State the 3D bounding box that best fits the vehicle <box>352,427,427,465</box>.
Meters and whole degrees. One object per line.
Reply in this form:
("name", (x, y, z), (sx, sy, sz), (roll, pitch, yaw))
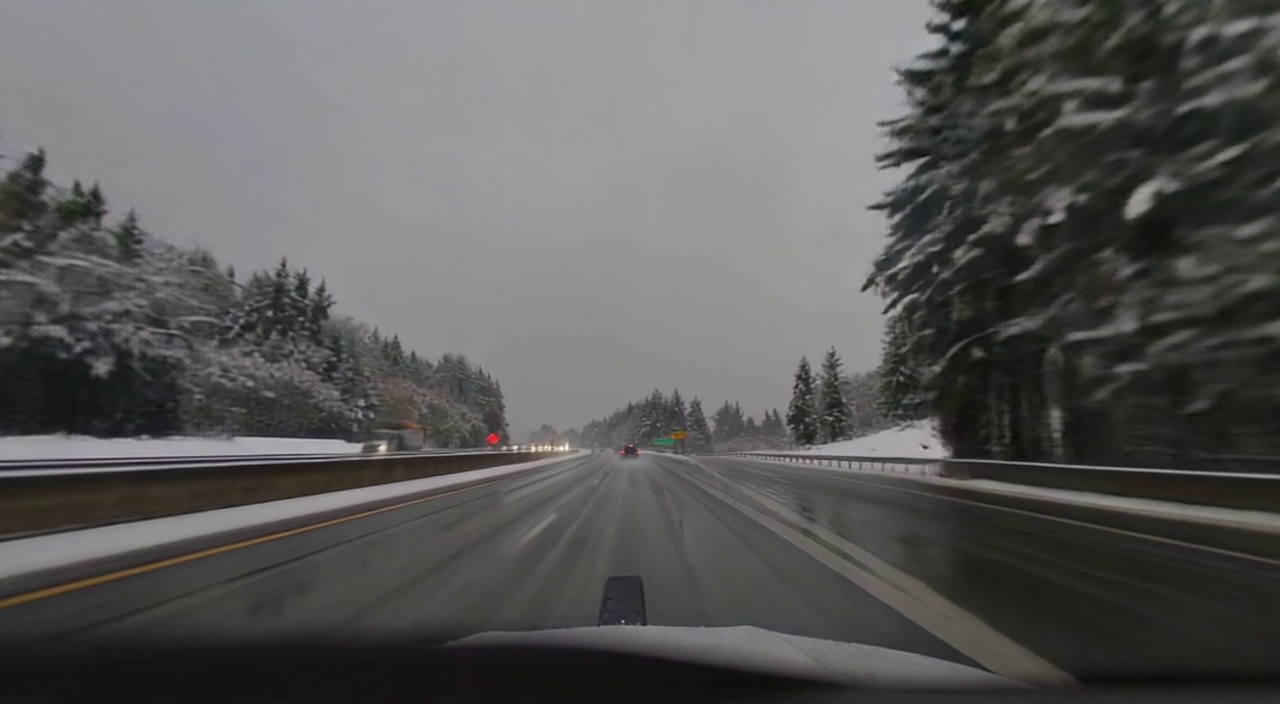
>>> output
("vehicle", (-17.190, 6.538, 43.755), (2.404, 2.444, 7.112), (0, -9, -1))
